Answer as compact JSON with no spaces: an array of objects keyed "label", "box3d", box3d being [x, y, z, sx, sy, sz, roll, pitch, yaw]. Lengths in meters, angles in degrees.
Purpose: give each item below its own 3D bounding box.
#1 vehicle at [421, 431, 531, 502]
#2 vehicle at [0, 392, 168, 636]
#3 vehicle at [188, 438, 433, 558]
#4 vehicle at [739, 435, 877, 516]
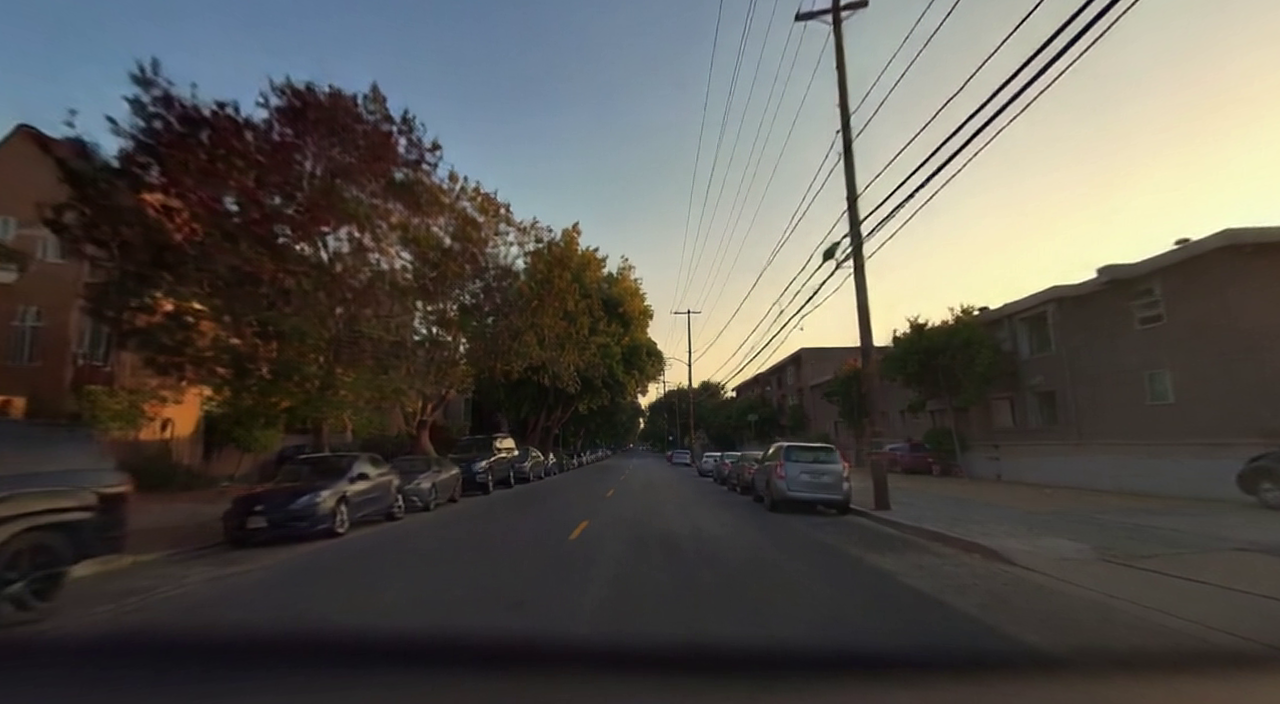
[{"label":"vehicle","box3d":[-5.989,4.177,23.860,2.376,2.219,6.021,-2,-7,2]},{"label":"vehicle","box3d":[-6.194,1.201,3.845,2.063,1.936,5.919,-4,-8,0]},{"label":"vehicle","box3d":[-6.071,2.664,12.476,2.247,1.698,4.944,-3,-7,0]},{"label":"vehicle","box3d":[4.013,3.019,15.888,2.328,1.730,4.225,0,-8,0]}]
